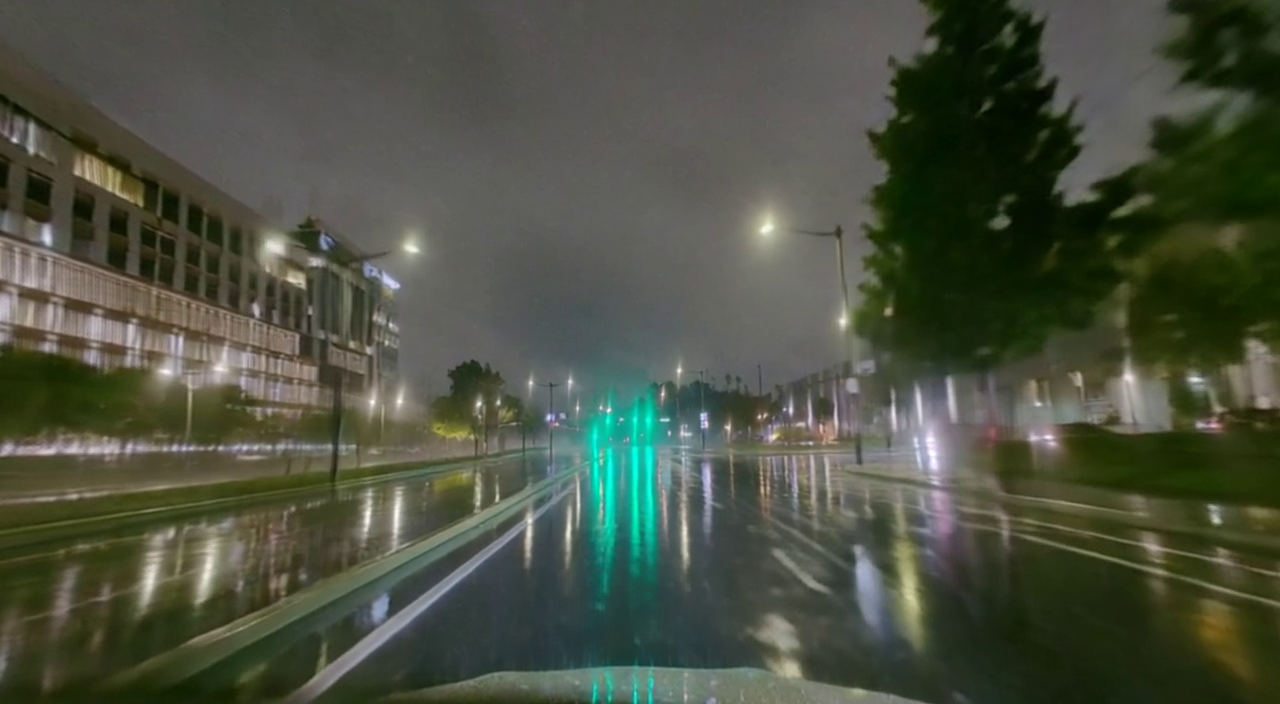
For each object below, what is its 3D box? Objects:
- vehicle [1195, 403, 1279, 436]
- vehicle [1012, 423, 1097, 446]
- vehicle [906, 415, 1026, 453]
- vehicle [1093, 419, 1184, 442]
[{"bbox_3d":[34.315,3.789,35.198,5.078,1.697,1.987,0,-9,-7],"label":"vehicle"},{"bbox_3d":[28.166,5.632,42.977,4.468,1.455,2.006,1,-9,-8],"label":"vehicle"},{"bbox_3d":[21.411,5.350,41.673,6.615,1.967,2.328,-3,-6,-5],"label":"vehicle"},{"bbox_3d":[34.451,5.448,43.700,4.817,1.503,2.002,1,-9,-8],"label":"vehicle"}]
